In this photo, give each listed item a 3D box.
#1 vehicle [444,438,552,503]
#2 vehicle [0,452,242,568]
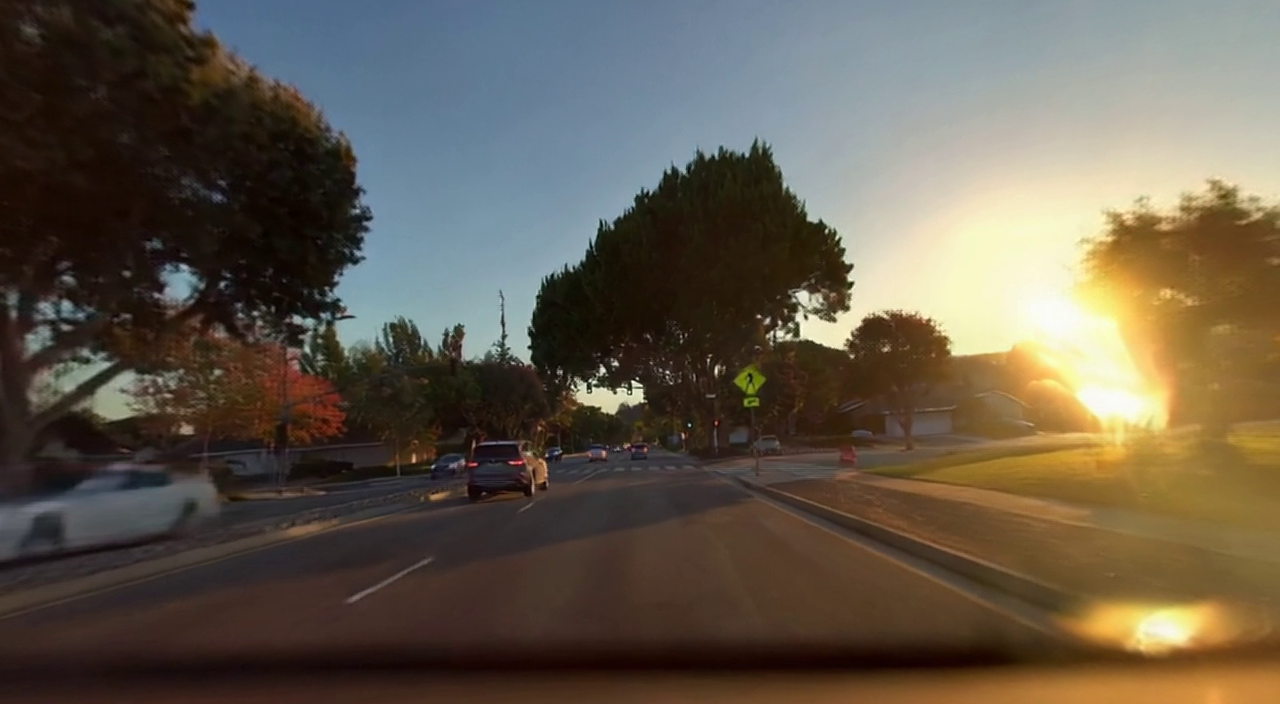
[{"bbox_3d":[-4.148,3.539,19.395,2.169,1.706,4.638,0,-8,1],"label":"vehicle"},{"bbox_3d":[-10.761,2.955,12.719,2.149,1.802,5.007,-1,-9,1],"label":"vehicle"}]
